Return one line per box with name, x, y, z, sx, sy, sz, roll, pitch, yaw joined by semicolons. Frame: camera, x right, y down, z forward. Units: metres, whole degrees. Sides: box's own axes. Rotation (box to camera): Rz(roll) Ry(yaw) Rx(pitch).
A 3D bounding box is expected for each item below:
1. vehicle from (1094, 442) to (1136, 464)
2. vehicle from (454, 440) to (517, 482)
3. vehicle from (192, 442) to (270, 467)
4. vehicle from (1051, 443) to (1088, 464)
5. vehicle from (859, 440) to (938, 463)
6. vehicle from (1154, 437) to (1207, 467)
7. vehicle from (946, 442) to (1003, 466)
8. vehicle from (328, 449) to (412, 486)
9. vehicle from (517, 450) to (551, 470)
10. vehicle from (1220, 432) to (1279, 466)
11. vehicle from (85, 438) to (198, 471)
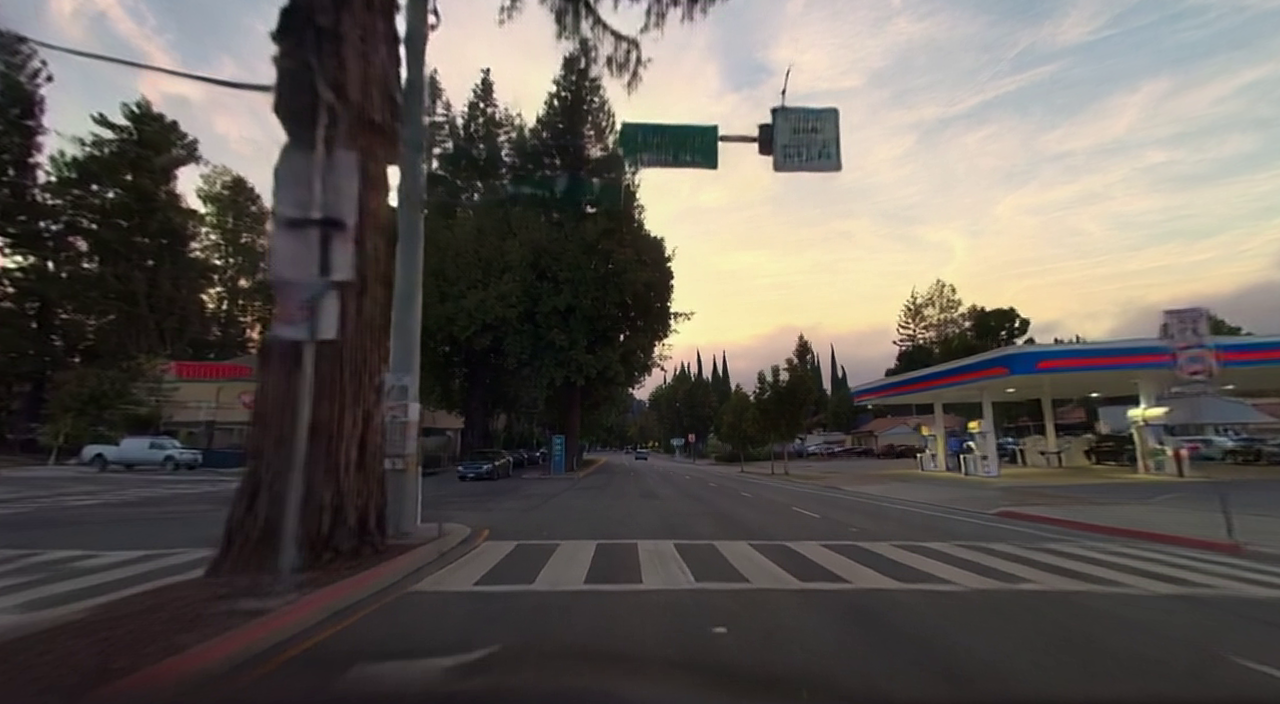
vehicle;34.704;7.368;46.085;1.969;1.482;4.815;-8;-11;40
vehicle;-7.052;5.032;29.341;1.987;1.747;4.545;0;-9;-3
vehicle;-28.940;7.281;44.858;4.390;1.665;1.934;4;-10;-27
vehicle;32.538;7.668;47.788;1.894;1.434;4.308;-7;-11;38
vehicle;19.165;7.383;46.911;4.868;1.610;2.223;1;-9;-5
vehicle;28.649;5.279;33.429;1.815;1.480;4.406;-8;-12;42
vehicle;21.494;6.531;40.509;1.916;1.434;4.557;-9;-13;44
vehicle;-11.746;5.024;27.827;1.909;1.469;4.370;0;-9;-2
vehicle;-8.097;8.265;48.583;1.982;1.465;4.376;0;-9;-1
vehicle;30.470;4.829;31.404;2.103;1.561;4.355;-8;-12;40
vehicle;-28.870;5.953;36.719;4.938;1.778;1.954;7;-12;-39
